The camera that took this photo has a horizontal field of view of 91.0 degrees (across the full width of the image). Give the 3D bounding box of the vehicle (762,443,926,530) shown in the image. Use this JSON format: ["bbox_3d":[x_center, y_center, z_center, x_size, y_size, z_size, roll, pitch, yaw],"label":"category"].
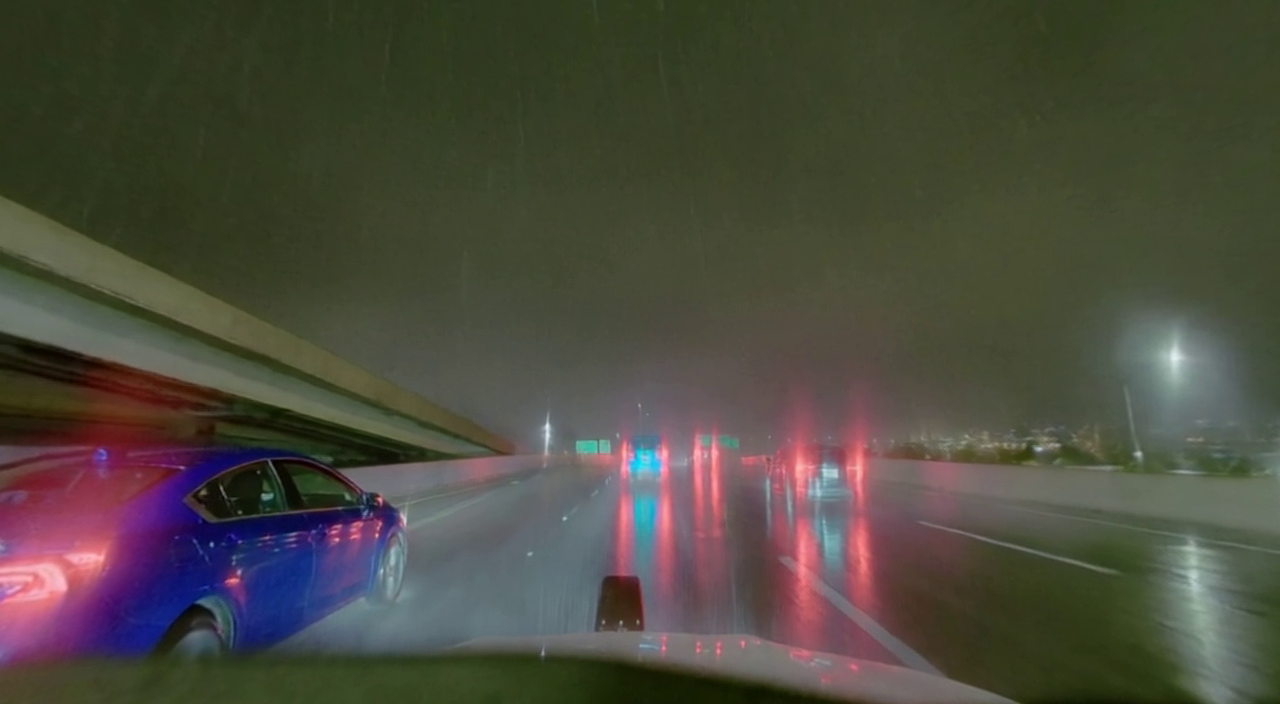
[{"bbox_3d":[3.982,2.668,13.118,2.047,1.500,4.017,0,-9,0],"label":"vehicle"}]

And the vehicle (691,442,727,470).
[{"bbox_3d":[4.392,6.734,40.786,2.047,1.700,4.069,0,-9,2],"label":"vehicle"}]

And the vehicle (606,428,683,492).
[{"bbox_3d":[0.171,3.529,20.834,2.264,1.841,4.583,0,-9,1],"label":"vehicle"}]
